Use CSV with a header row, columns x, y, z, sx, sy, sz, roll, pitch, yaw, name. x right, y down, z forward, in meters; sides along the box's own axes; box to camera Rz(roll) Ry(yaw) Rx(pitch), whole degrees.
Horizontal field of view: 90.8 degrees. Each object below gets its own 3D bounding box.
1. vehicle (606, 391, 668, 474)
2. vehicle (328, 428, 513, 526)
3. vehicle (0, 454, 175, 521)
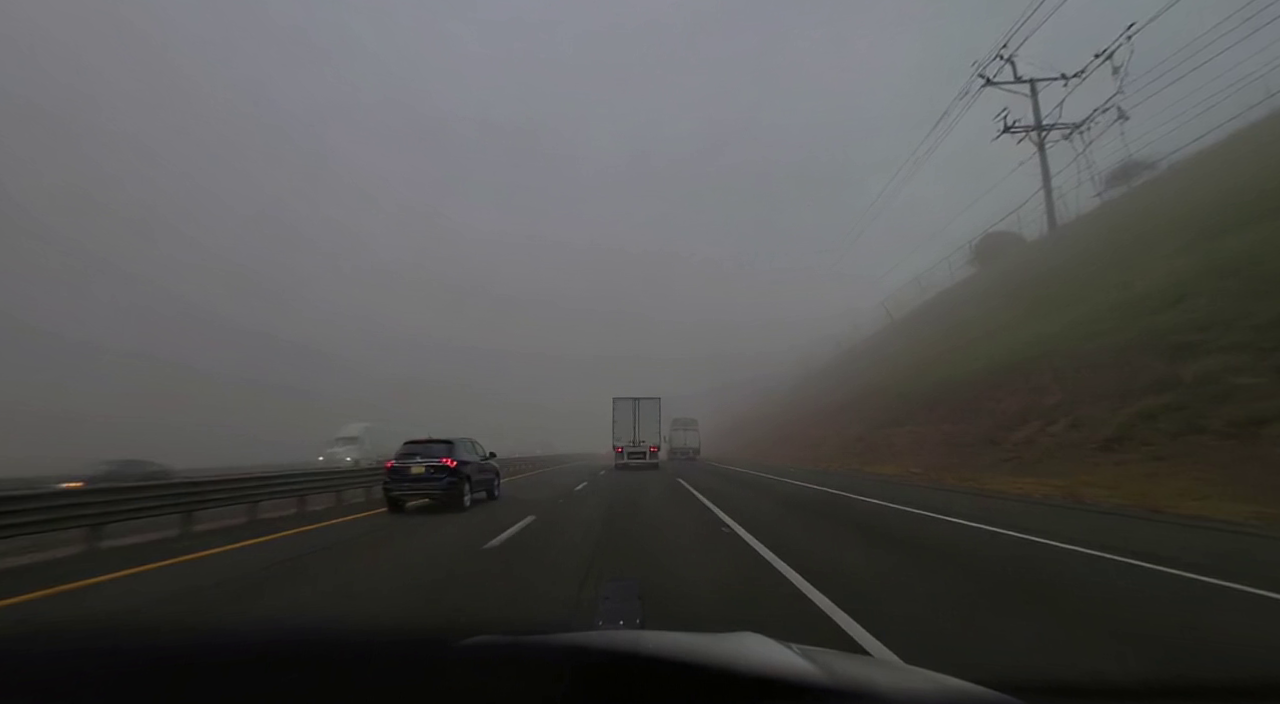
x,y,z,sx,sy,sz,roll,pitch,yaw,name
-0.143,4.778,36.420,2.985,4.025,10.982,0,-9,0,vehicle
-4.220,2.487,13.129,2.170,1.657,4.573,0,-9,0,vehicle
-15.387,3.568,17.206,1.920,1.529,4.504,0,-9,0,vehicle
